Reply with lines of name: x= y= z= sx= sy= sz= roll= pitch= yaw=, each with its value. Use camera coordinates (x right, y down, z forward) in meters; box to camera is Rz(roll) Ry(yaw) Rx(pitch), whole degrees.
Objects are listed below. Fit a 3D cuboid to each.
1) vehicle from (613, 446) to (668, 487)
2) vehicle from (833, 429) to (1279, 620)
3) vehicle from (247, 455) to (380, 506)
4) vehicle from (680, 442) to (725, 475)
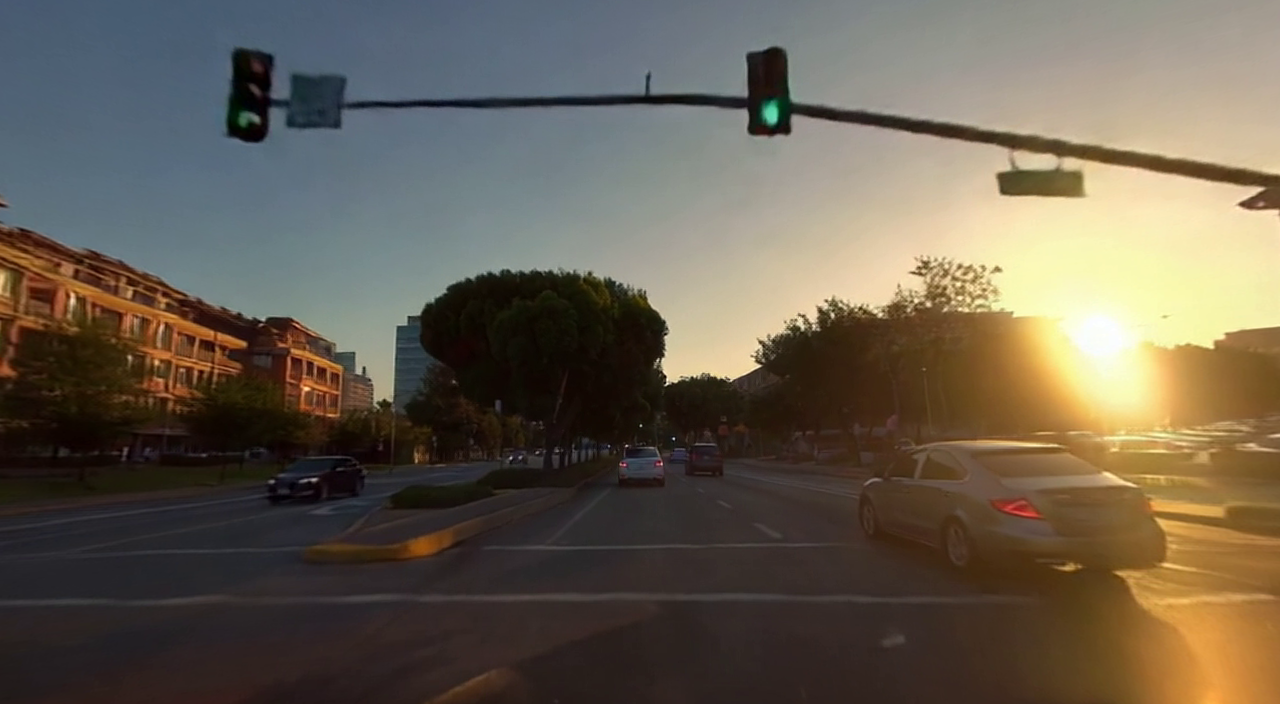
vehicle: x=0.040 y=4.564 z=25.540 sx=2.034 sy=1.500 sz=3.966 roll=0 pitch=-8 yaw=1
vehicle: x=3.944 y=1.677 z=7.207 sx=2.049 sy=1.473 sz=4.425 roll=0 pitch=-8 yaw=0
vehicle: x=-10.940 y=4.322 z=21.640 sx=2.043 sy=1.456 sz=4.627 roll=0 pitch=-8 yaw=1
vehicle: x=3.604 y=6.284 z=37.551 sx=2.107 sy=1.773 sz=4.557 roll=0 pitch=-8 yaw=-1
